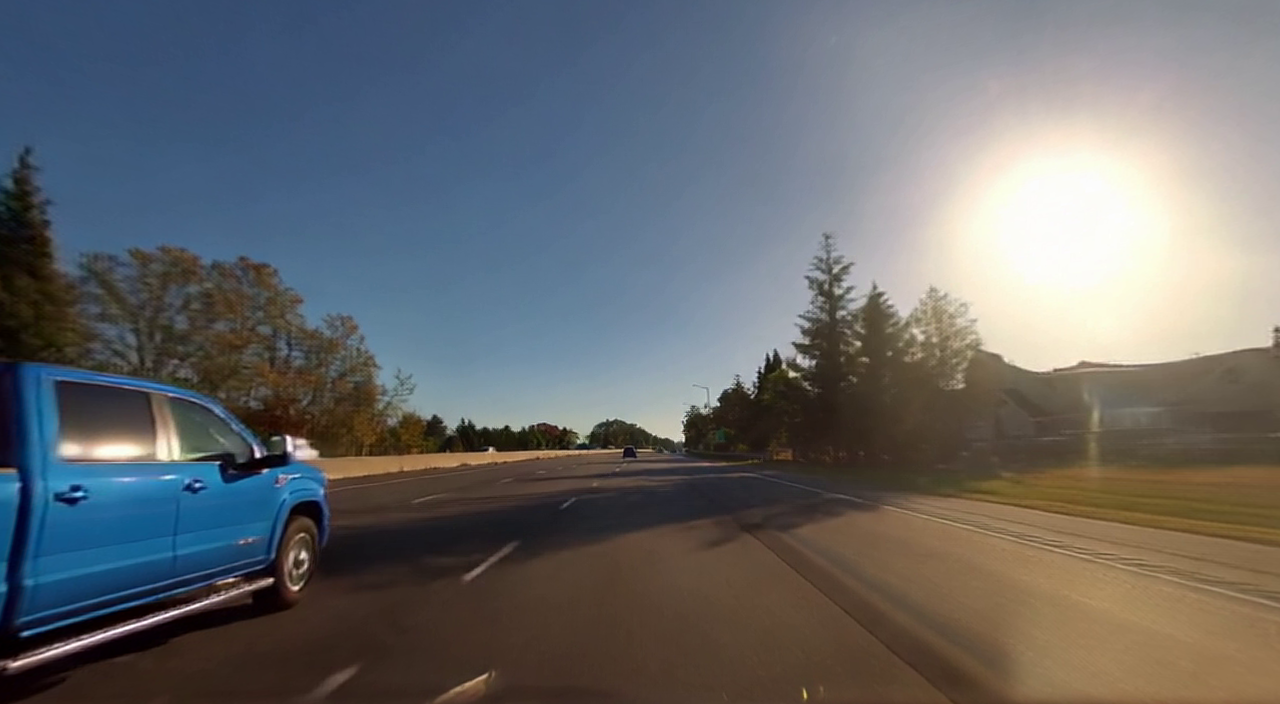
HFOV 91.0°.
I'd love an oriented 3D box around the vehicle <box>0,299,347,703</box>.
[{"bbox_3d":[-3.507,0.732,2.438,2.202,1.836,5.009,0,-9,1],"label":"vehicle"}]
